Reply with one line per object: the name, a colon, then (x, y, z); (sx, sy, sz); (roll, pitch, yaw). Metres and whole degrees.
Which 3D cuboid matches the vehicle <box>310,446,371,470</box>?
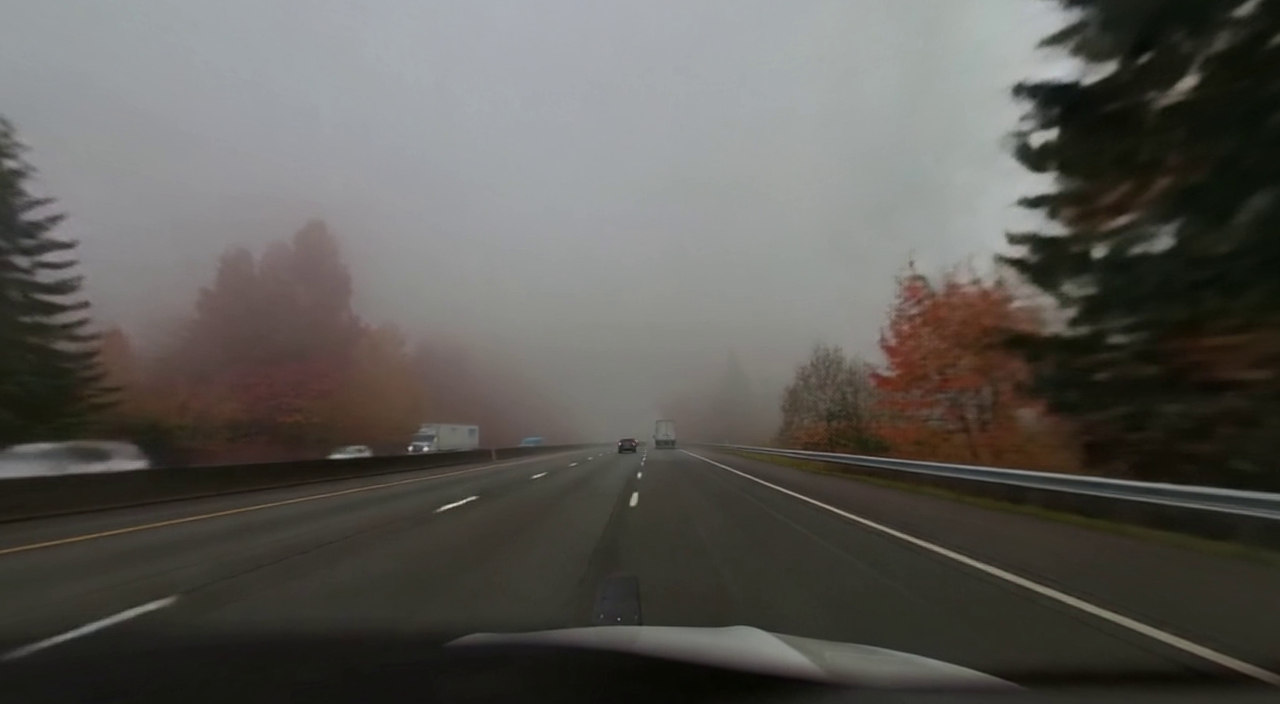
vehicle: (-20.475, 7.255, 43.101); (1.882, 1.489, 4.332); (-1, -8, 3)
